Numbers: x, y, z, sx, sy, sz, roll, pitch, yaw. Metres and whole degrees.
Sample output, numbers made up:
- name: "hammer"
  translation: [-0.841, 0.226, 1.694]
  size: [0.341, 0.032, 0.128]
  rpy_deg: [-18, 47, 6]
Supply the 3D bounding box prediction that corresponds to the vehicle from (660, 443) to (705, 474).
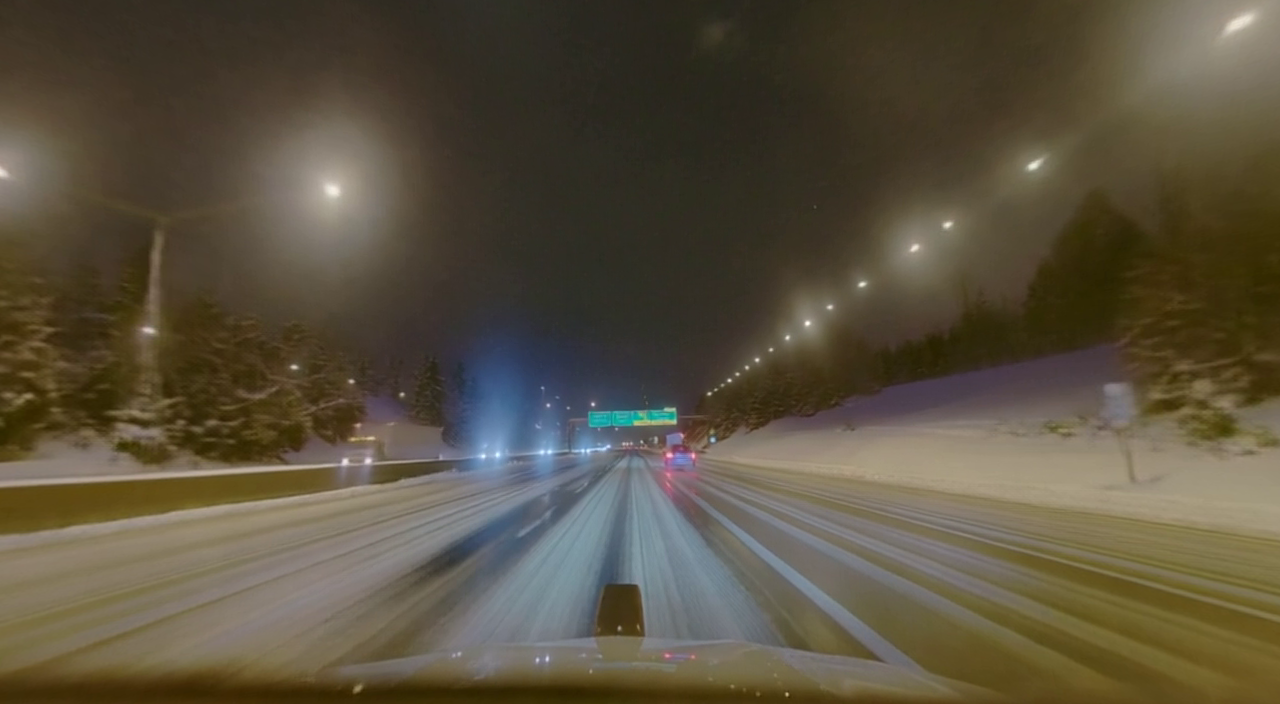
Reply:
- name: "vehicle"
  translation: [2.195, 5.625, 33.422]
  size: [2.055, 1.501, 4.321]
  rpy_deg: [0, -9, 0]
